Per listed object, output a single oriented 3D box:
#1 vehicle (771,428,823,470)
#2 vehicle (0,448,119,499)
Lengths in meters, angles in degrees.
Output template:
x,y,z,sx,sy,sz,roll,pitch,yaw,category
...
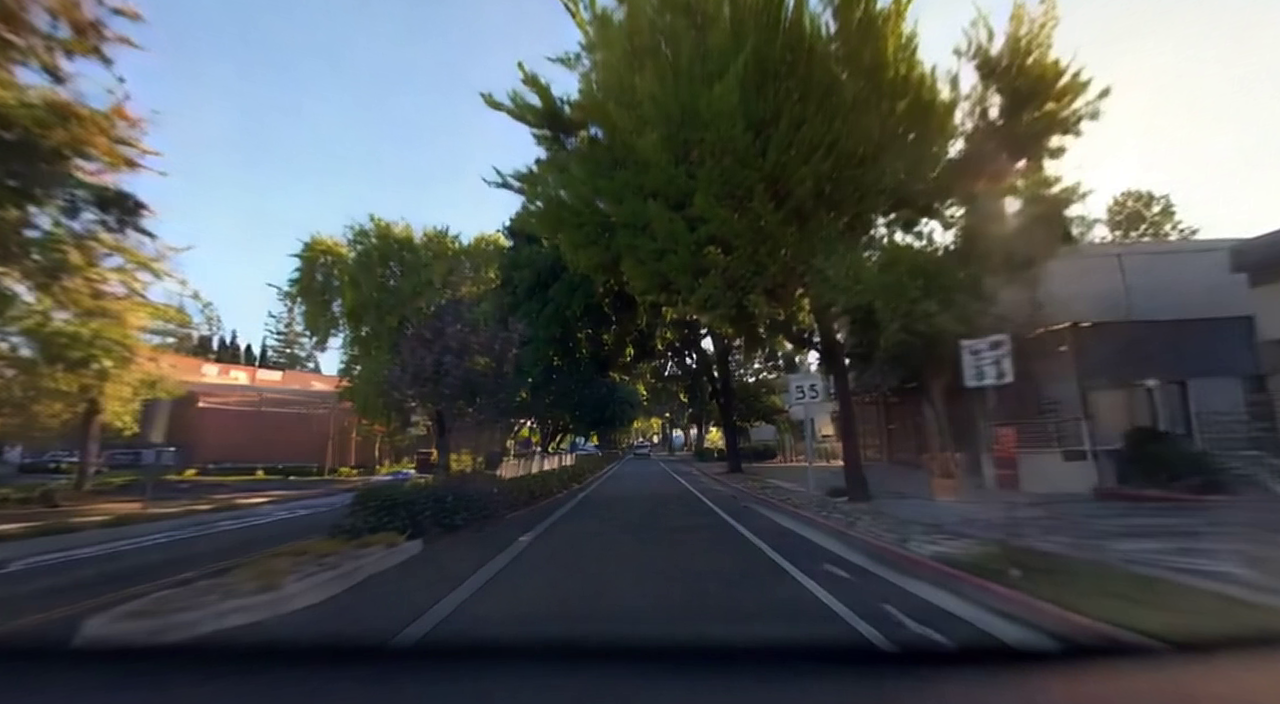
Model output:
x,y,z,sx,sy,sz,roll,pitch,yaw,category
11.255,7.055,45.677,2.001,1.744,4.449,-4,-23,-9,vehicle
-20.083,3.989,21.162,2.061,1.475,4.357,1,-8,-10,vehicle
